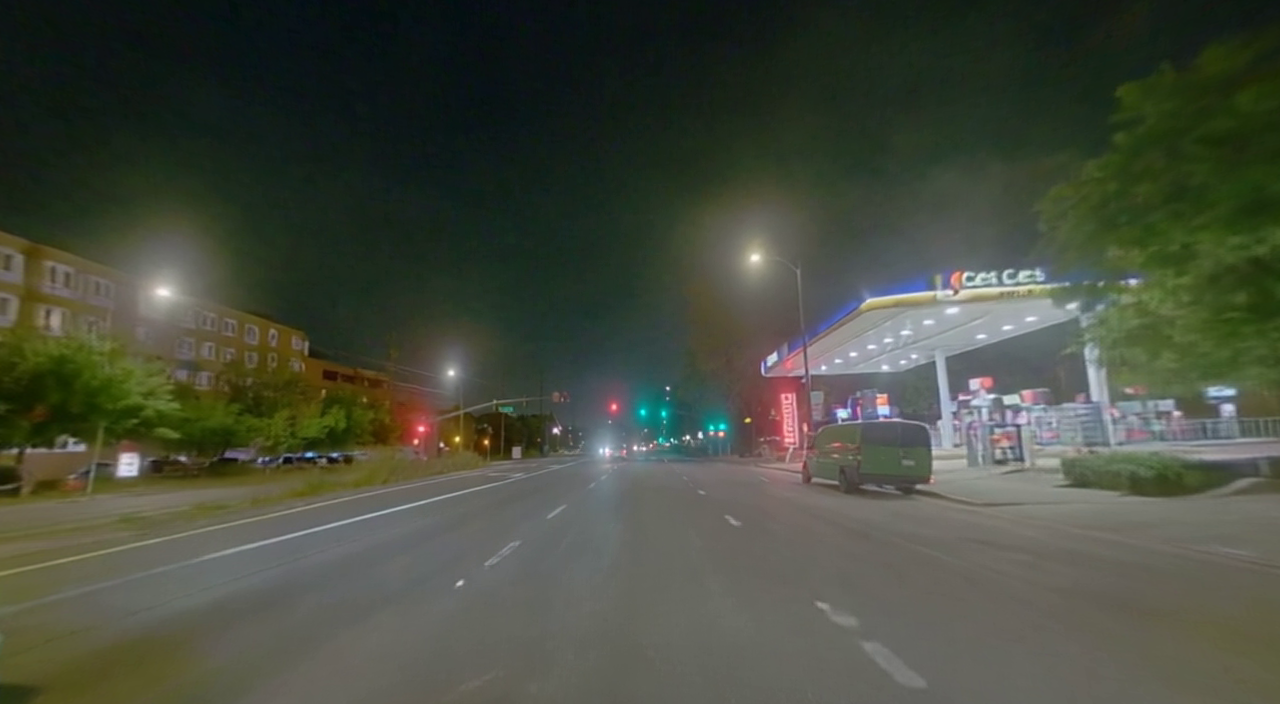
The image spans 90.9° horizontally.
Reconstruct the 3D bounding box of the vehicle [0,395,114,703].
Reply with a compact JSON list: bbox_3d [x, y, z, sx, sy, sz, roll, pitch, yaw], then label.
[{"bbox_3d":[-3.384,0.646,0.559,2.018,1.470,4.346,0,-8,1],"label":"vehicle"}]

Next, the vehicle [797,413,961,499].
[{"bbox_3d":[7.329,3.311,20.500,2.764,2.327,6.492,0,-8,0],"label":"vehicle"}]

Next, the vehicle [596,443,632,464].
[{"bbox_3d":[-1.859,7.479,46.541,2.082,1.460,4.442,-1,-8,5],"label":"vehicle"}]
